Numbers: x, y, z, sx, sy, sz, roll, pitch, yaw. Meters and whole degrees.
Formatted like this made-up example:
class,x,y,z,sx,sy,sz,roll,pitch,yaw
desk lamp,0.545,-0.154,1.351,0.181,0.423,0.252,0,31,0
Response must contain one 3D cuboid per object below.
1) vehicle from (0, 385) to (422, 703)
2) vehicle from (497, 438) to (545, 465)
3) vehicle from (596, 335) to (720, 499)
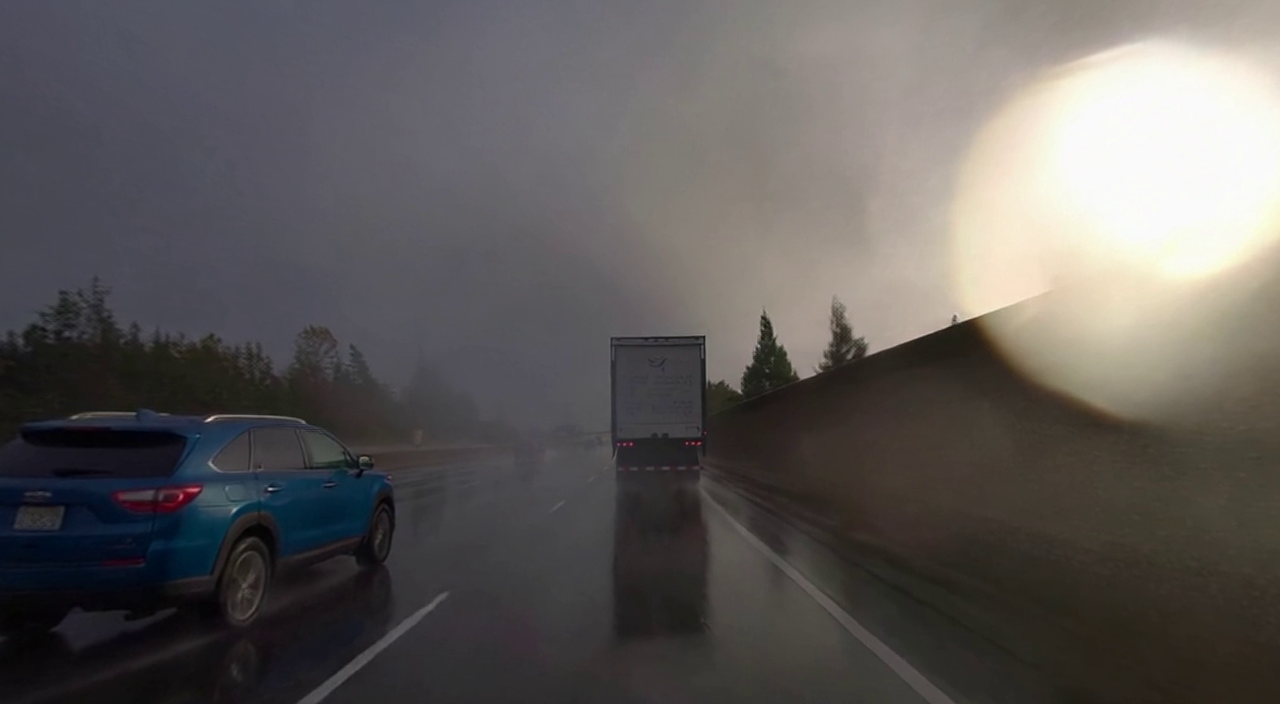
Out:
class,x,y,z,sx,sy,sz,roll,pitch,yaw
vehicle,-3.723,1.326,5.454,2.077,1.671,4.249,-1,-8,1
vehicle,-6.835,5.782,36.718,1.882,1.451,4.416,-1,-8,1
vehicle,0.420,2.263,20.168,2.870,3.841,10.653,-1,-8,0
